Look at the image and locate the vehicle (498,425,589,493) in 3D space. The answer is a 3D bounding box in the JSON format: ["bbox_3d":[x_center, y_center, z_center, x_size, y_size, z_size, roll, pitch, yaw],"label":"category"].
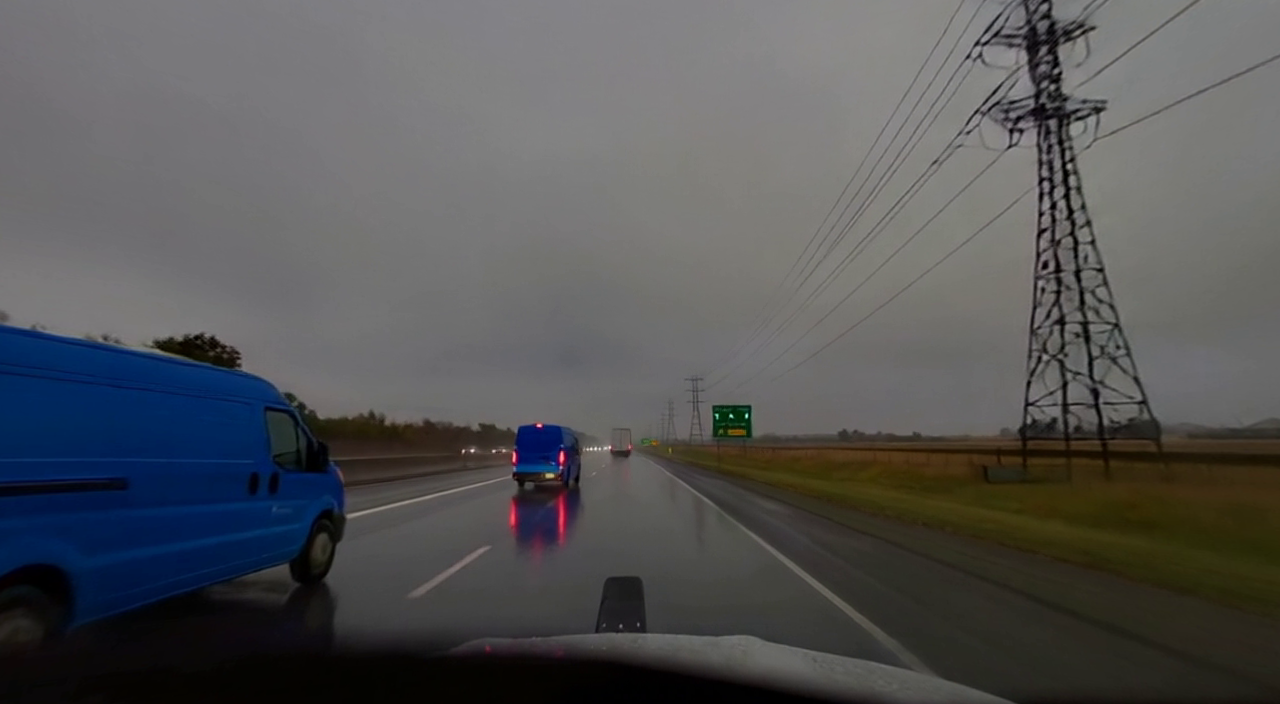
[{"bbox_3d":[-3.068,3.580,21.348,2.197,2.011,5.130,0,-9,1],"label":"vehicle"}]

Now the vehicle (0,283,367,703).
[{"bbox_3d":[-3.930,0.891,3.981,2.145,2.010,4.980,0,-9,0],"label":"vehicle"}]
